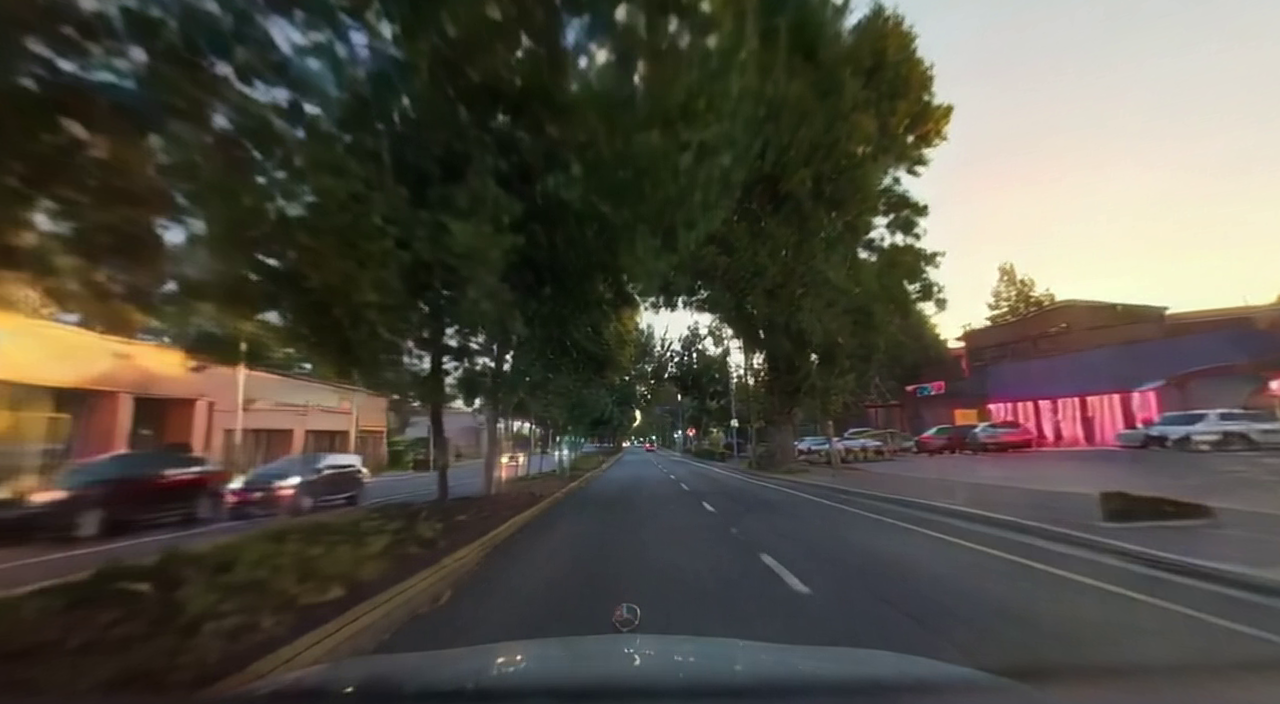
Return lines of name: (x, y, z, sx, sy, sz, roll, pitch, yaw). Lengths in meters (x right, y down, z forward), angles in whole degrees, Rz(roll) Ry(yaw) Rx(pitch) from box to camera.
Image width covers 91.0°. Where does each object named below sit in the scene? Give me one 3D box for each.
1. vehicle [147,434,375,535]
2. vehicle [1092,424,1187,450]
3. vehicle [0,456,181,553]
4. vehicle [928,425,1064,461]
vehicle: (-7.721, 2.694, 13.551, 2.129, 1.649, 4.647, -3, -8, -1)
vehicle: (29.614, 5.118, 37.526, 1.749, 1.436, 4.792, 0, -9, 0)
vehicle: (-10.755, 2.746, 11.694, 1.688, 1.419, 3.783, -5, -8, -1)
vehicle: (16.328, 4.211, 29.050, 4.947, 1.587, 2.133, 0, -9, -2)
